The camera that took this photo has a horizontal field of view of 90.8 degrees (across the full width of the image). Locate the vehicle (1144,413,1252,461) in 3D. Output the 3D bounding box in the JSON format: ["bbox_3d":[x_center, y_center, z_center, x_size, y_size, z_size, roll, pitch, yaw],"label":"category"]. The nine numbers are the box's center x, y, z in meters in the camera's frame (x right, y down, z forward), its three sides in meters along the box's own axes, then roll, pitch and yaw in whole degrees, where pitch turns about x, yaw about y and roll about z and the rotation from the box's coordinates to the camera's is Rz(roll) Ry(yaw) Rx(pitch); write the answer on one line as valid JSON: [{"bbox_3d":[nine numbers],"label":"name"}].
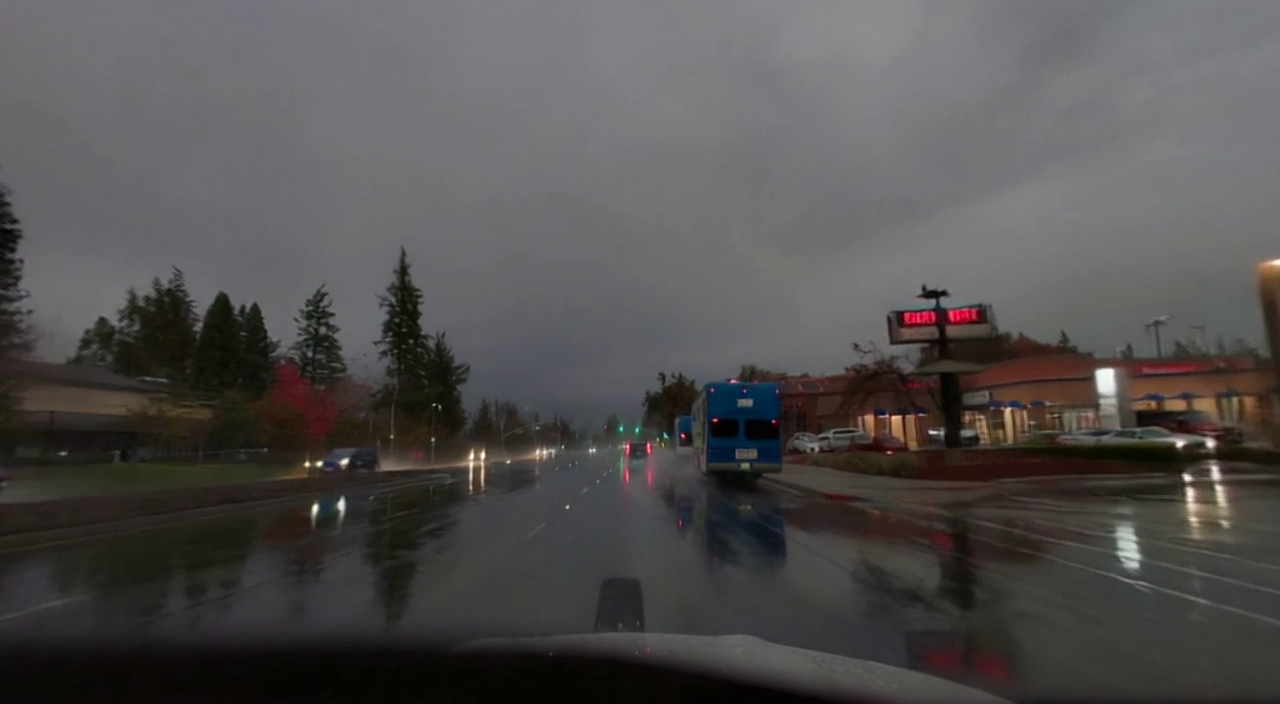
[{"bbox_3d":[23.083,3.514,26.104,4.430,1.659,1.905,2,-10,-31],"label":"vehicle"}]

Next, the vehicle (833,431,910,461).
[{"bbox_3d":[13.890,5.687,37.960,4.037,1.538,1.912,-7,-10,26],"label":"vehicle"}]

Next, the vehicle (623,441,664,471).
[{"bbox_3d":[0.167,5.701,34.839,2.103,1.506,4.742,0,-9,-1],"label":"vehicle"}]

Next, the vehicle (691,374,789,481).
[{"bbox_3d":[4.014,3.411,27.555,2.896,3.921,8.415,0,-9,0],"label":"vehicle"}]

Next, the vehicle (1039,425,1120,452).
[{"bbox_3d":[26.091,5.180,37.523,4.196,1.520,1.953,4,-10,-25],"label":"vehicle"}]

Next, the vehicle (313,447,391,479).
[{"bbox_3d":[-14.551,5.619,32.226,1.836,1.498,4.518,0,-9,1],"label":"vehicle"}]
